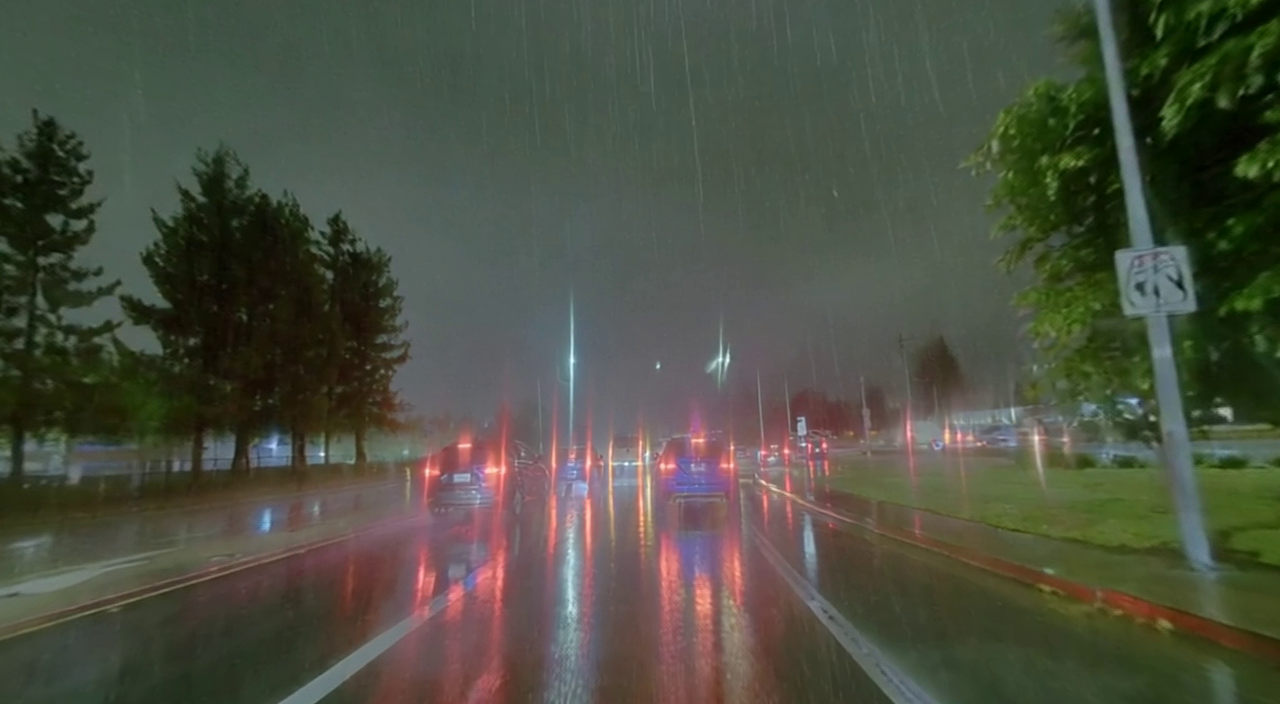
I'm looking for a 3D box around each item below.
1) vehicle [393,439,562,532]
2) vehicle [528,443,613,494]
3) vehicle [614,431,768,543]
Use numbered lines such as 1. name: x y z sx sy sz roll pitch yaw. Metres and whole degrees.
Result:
1. vehicle: -2.950 2.522 12.540 1.940 1.502 4.241 -1 -9 5
2. vehicle: -2.166 3.766 20.780 1.870 1.490 4.187 -1 -9 7
3. vehicle: 0.775 2.201 10.888 2.142 1.528 4.133 0 -9 2
